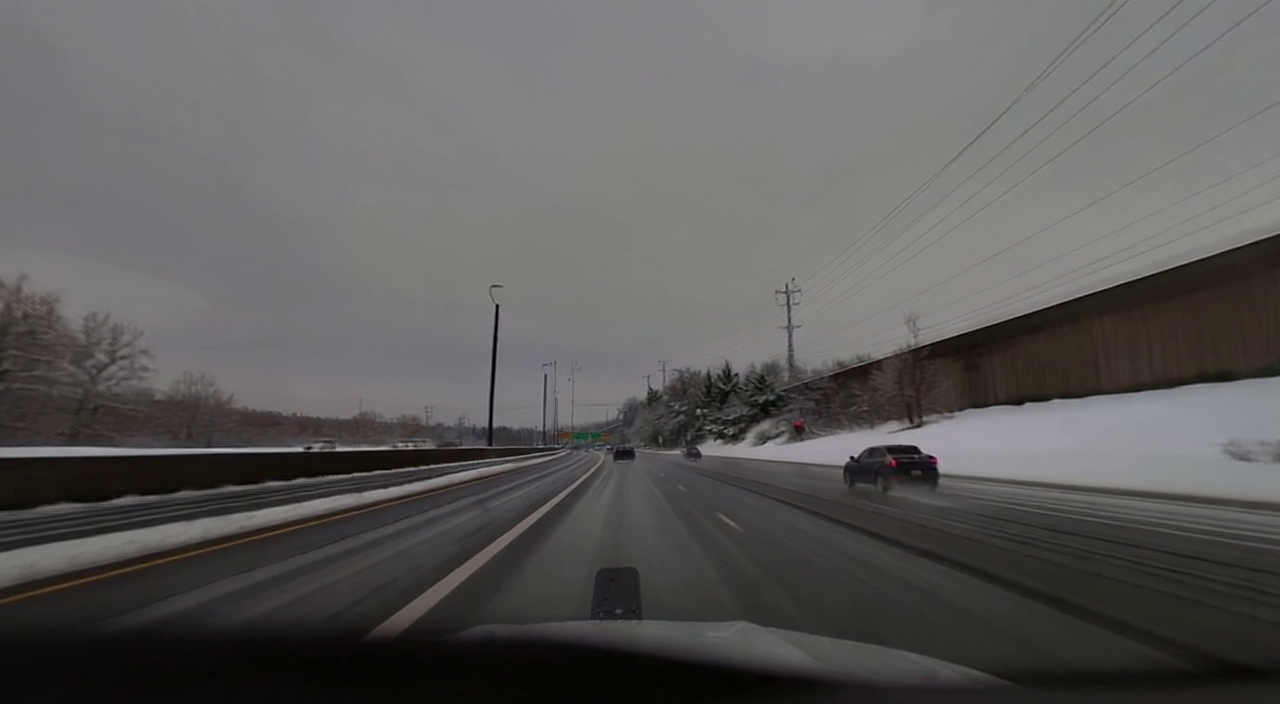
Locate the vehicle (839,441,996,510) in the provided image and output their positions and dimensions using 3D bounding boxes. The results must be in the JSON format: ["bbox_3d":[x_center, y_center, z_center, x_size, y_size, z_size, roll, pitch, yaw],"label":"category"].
[{"bbox_3d":[6.656,2.978,15.762,1.876,1.451,4.154,0,-9,-2],"label":"vehicle"}]

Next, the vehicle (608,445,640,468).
[{"bbox_3d":[-1.124,7.036,42.866,2.109,1.489,4.027,0,-9,-3],"label":"vehicle"}]
